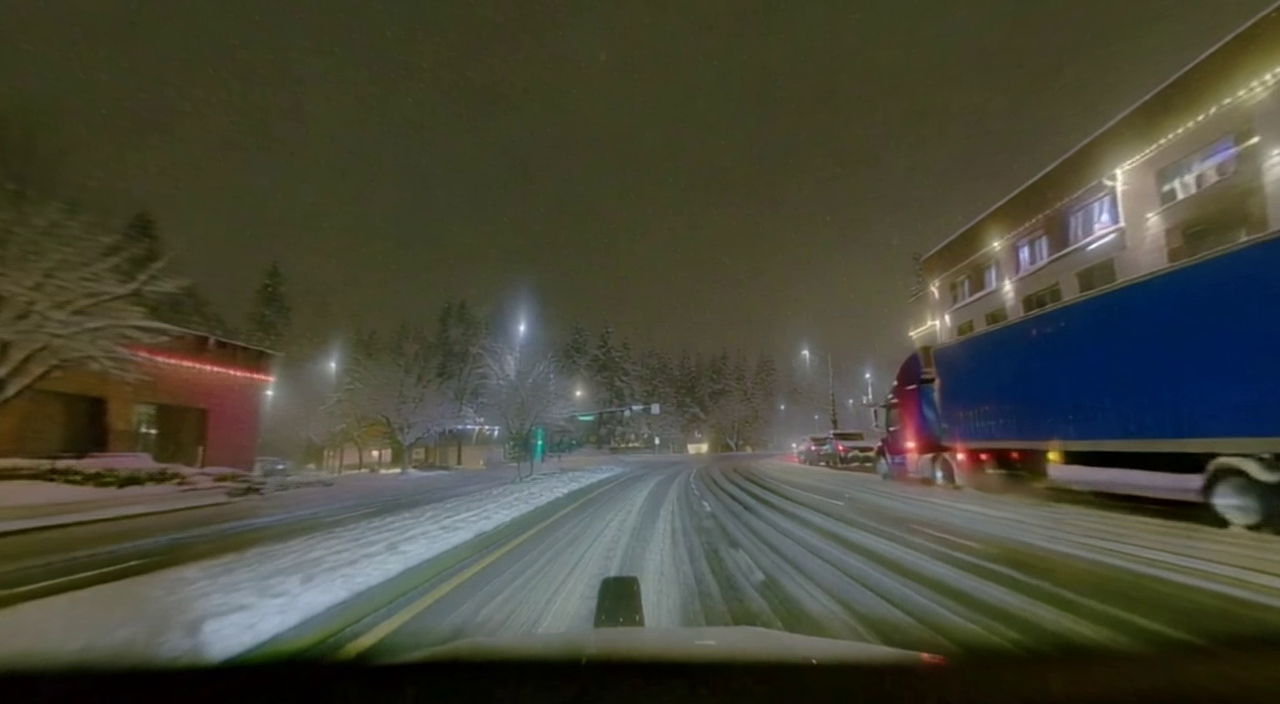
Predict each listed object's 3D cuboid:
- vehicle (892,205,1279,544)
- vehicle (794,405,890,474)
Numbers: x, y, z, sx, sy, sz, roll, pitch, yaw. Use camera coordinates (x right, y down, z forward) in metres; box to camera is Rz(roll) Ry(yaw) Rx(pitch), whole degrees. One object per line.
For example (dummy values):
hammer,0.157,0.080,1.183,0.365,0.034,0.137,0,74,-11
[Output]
vehicle,10.163,1.109,13.702,2.907,4.439,17.681,0,-8,3
vehicle,11.700,5.292,37.950,2.946,3.506,10.682,-1,-8,4
